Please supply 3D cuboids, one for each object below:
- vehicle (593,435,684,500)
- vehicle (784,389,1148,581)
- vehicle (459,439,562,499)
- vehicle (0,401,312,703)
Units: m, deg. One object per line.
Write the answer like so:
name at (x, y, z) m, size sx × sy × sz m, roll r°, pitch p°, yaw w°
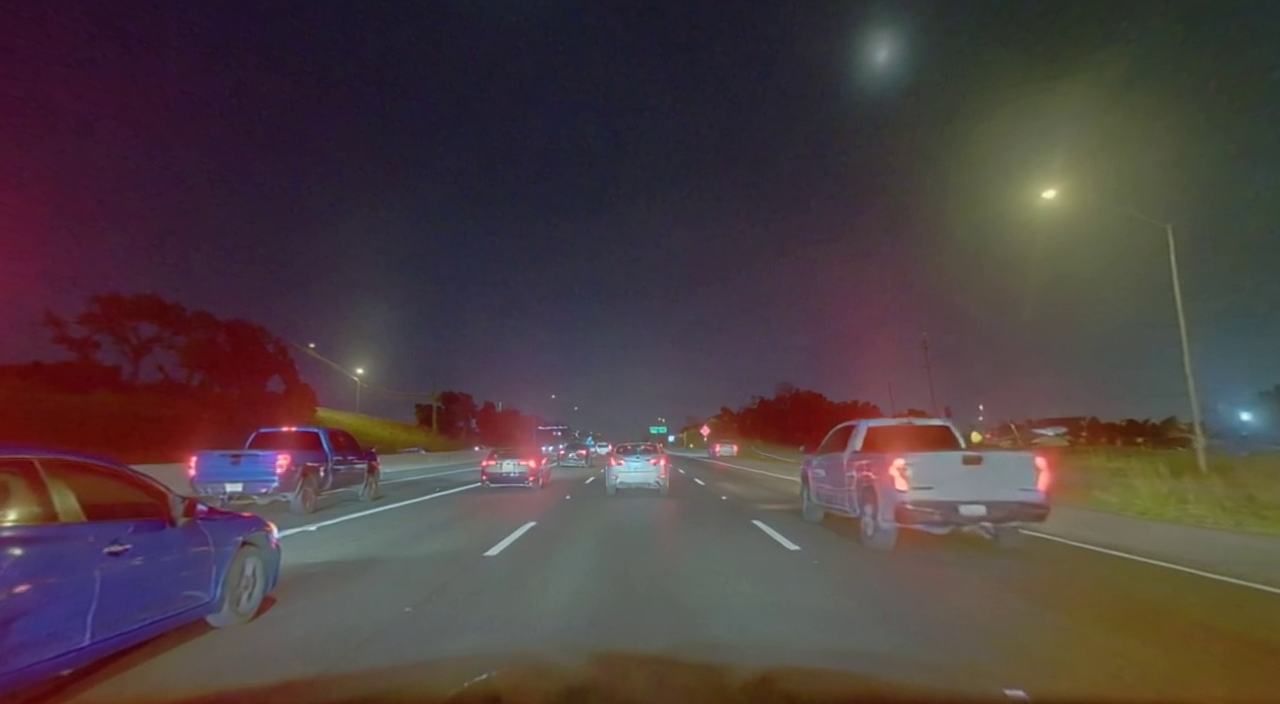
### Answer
vehicle at (-0.068, 3.020, 17.013) m, size 2.102 × 1.499 × 4.439 m, roll 0°, pitch -8°, yaw -1°
vehicle at (3.720, 1.650, 8.761) m, size 2.113 × 1.800 × 5.376 m, roll 0°, pitch -8°, yaw -1°
vehicle at (-3.406, 3.132, 17.407) m, size 1.899 × 1.437 × 4.131 m, roll 0°, pitch -8°, yaw 1°
vehicle at (-3.784, 1.000, 2.982) m, size 1.955 × 1.481 × 4.604 m, roll 0°, pitch -8°, yaw 1°
